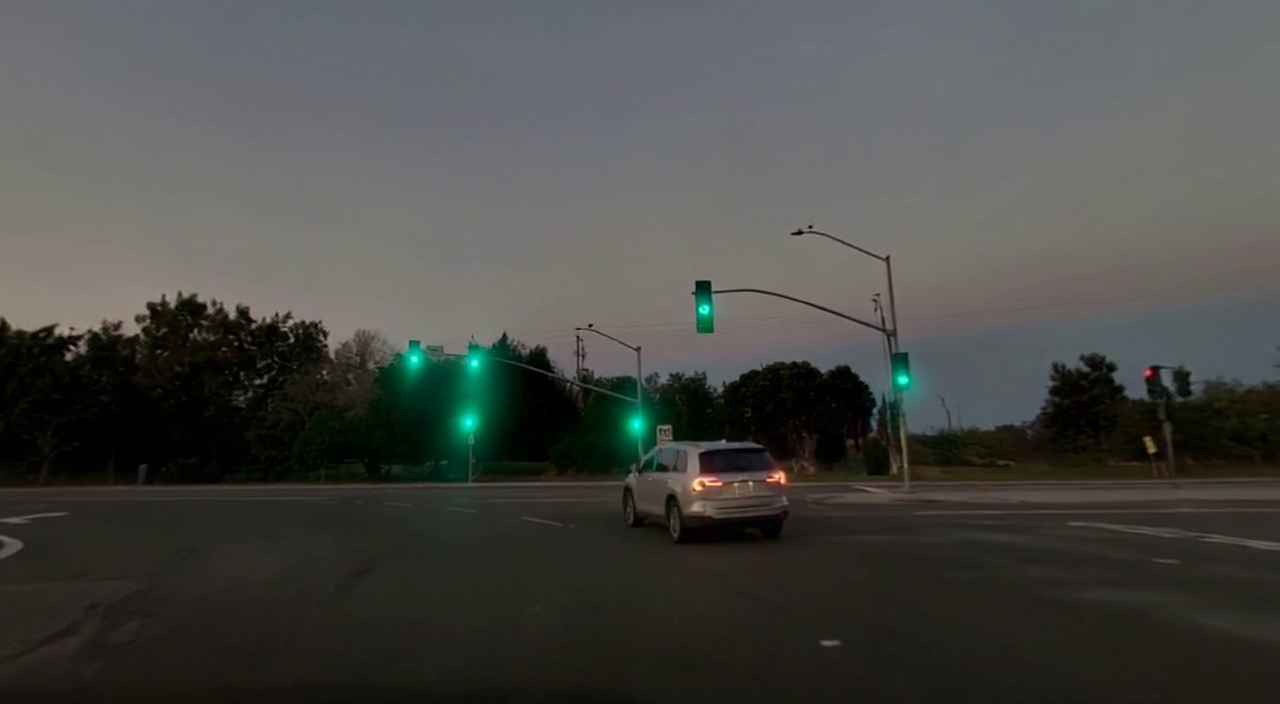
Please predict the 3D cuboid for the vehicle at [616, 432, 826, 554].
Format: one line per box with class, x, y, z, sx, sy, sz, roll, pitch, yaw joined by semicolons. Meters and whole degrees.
vehicle;1.103;2.253;10.943;1.938;1.648;4.211;2;-9;-18
